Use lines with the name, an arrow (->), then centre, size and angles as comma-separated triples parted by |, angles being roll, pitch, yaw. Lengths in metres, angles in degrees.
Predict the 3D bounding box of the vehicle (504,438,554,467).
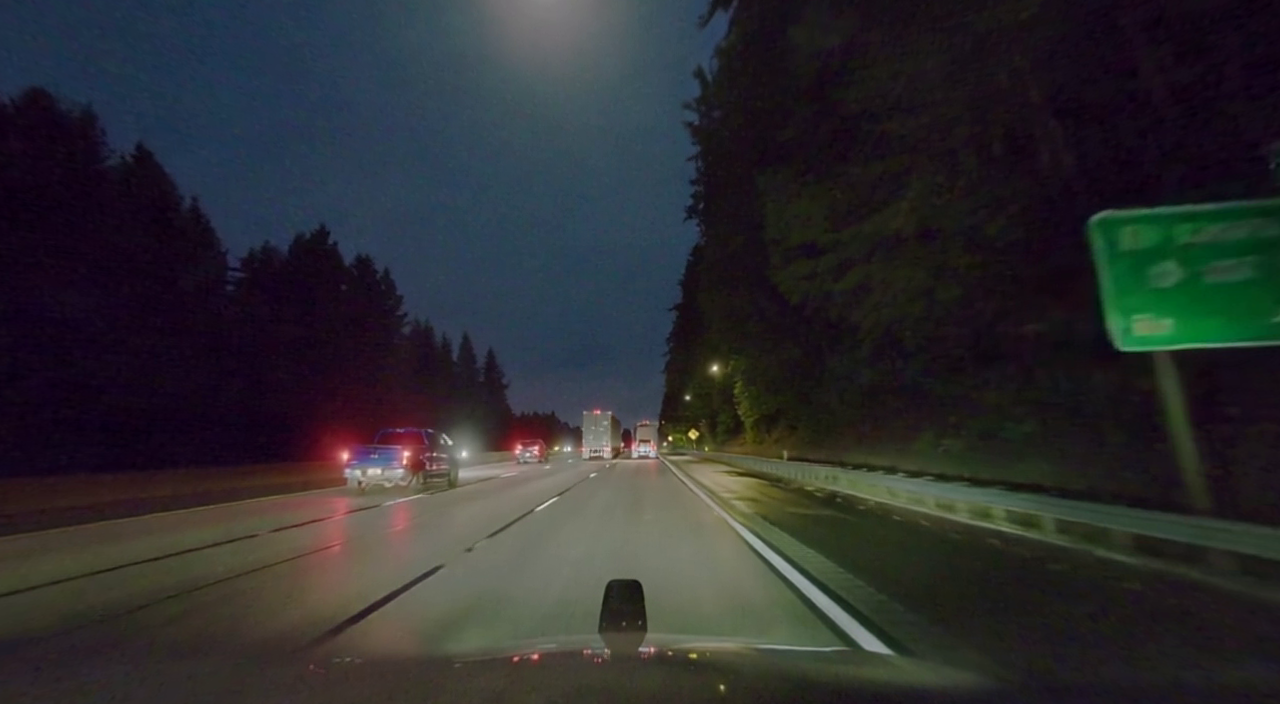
vehicle -> -7.210, 6.572, 41.588 | 2.258, 1.785, 5.318 | 0, -8, 1

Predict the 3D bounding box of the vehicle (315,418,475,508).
vehicle -> -5.783, 2.689, 15.686 | 2.149, 1.884, 4.627 | 0, -8, -1

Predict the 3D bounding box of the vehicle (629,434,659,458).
vehicle -> 0.264, 6.874, 46.158 | 2.072, 1.630, 4.529 | 0, -8, 0
